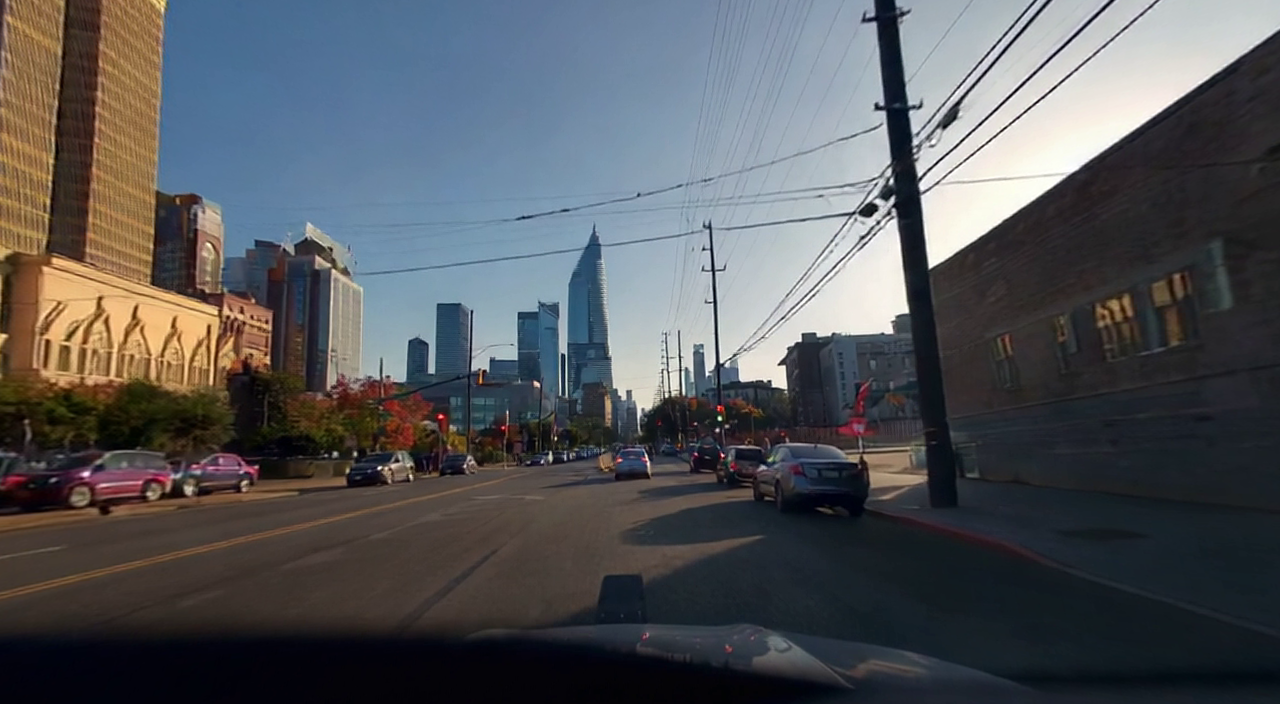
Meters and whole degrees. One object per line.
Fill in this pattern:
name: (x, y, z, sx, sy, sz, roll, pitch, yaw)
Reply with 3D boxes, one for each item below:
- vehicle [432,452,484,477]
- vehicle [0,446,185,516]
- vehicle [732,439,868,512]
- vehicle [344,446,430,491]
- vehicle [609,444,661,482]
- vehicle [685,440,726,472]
vehicle: (-12.061, 7.472, 42.244, 1.980, 1.502, 4.655, -1, -8, 2)
vehicle: (-18.531, 4.294, 21.254, 4.888, 1.920, 2.055, -4, -9, 0)
vehicle: (3.743, 2.962, 15.741, 1.944, 1.530, 4.539, 0, -8, -3)
vehicle: (-12.258, 5.624, 31.006, 2.071, 1.814, 5.185, -4, -8, 0)
vehicle: (-0.220, 4.723, 27.198, 2.049, 1.453, 4.299, 0, -8, -1)
vehicle: (3.818, 6.160, 37.515, 2.015, 1.780, 4.261, 0, -8, 1)
